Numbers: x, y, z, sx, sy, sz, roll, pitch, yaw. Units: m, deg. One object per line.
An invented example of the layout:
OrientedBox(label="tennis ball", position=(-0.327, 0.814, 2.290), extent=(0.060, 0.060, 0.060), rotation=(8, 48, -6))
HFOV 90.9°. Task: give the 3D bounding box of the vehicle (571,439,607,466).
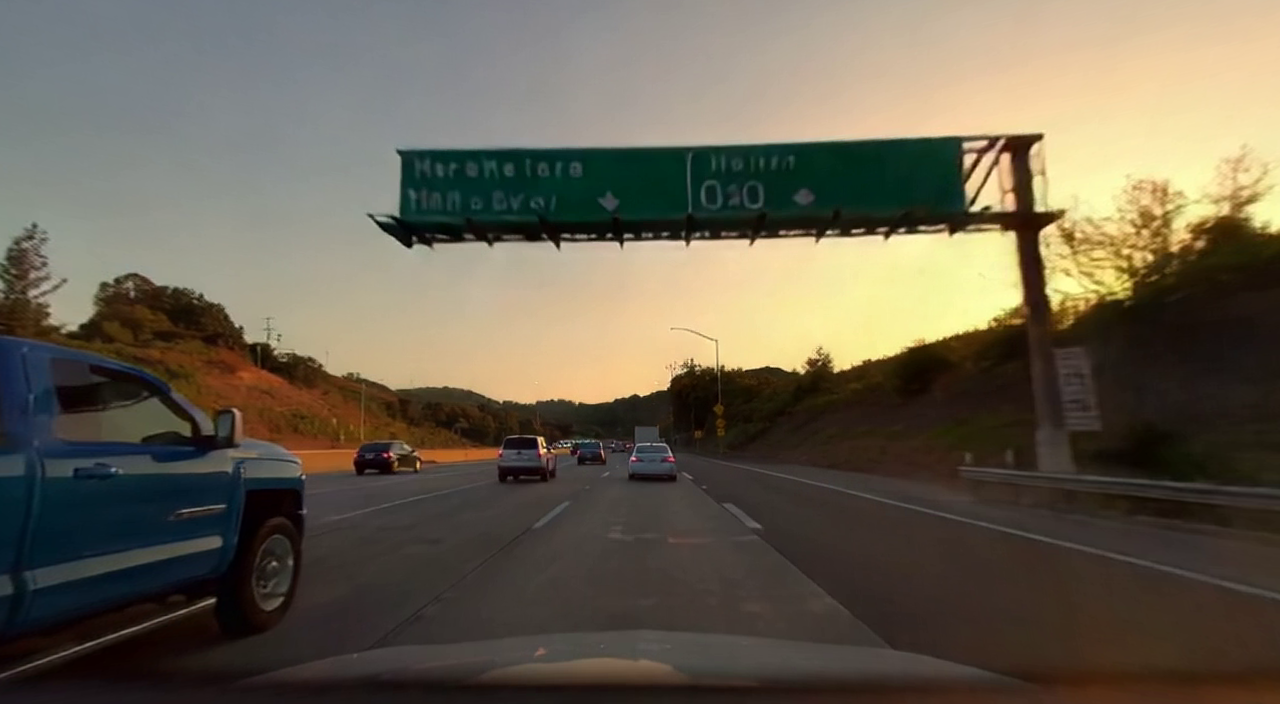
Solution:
OrientedBox(label="vehicle", position=(-3.211, 6.424, 40.552), extent=(1.897, 1.646, 4.049), rotation=(0, -8, 1))

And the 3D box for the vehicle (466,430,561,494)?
OrientedBox(label="vehicle", position=(-3.685, 3.280, 19.179), extent=(1.903, 1.721, 4.210), rotation=(0, -8, 1))

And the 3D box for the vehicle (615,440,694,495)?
OrientedBox(label="vehicle", position=(0.376, 3.321, 18.513), extent=(2.054, 1.421, 4.090), rotation=(0, -8, 0))

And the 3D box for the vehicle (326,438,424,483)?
OrientedBox(label="vehicle", position=(-10.479, 4.302, 25.312), extent=(1.941, 1.602, 4.277), rotation=(0, -8, 2))

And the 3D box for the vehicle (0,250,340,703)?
OrientedBox(label="vehicle", position=(-3.487, 0.587, 1.735), extent=(2.269, 2.060, 5.933), rotation=(0, -8, 1))
